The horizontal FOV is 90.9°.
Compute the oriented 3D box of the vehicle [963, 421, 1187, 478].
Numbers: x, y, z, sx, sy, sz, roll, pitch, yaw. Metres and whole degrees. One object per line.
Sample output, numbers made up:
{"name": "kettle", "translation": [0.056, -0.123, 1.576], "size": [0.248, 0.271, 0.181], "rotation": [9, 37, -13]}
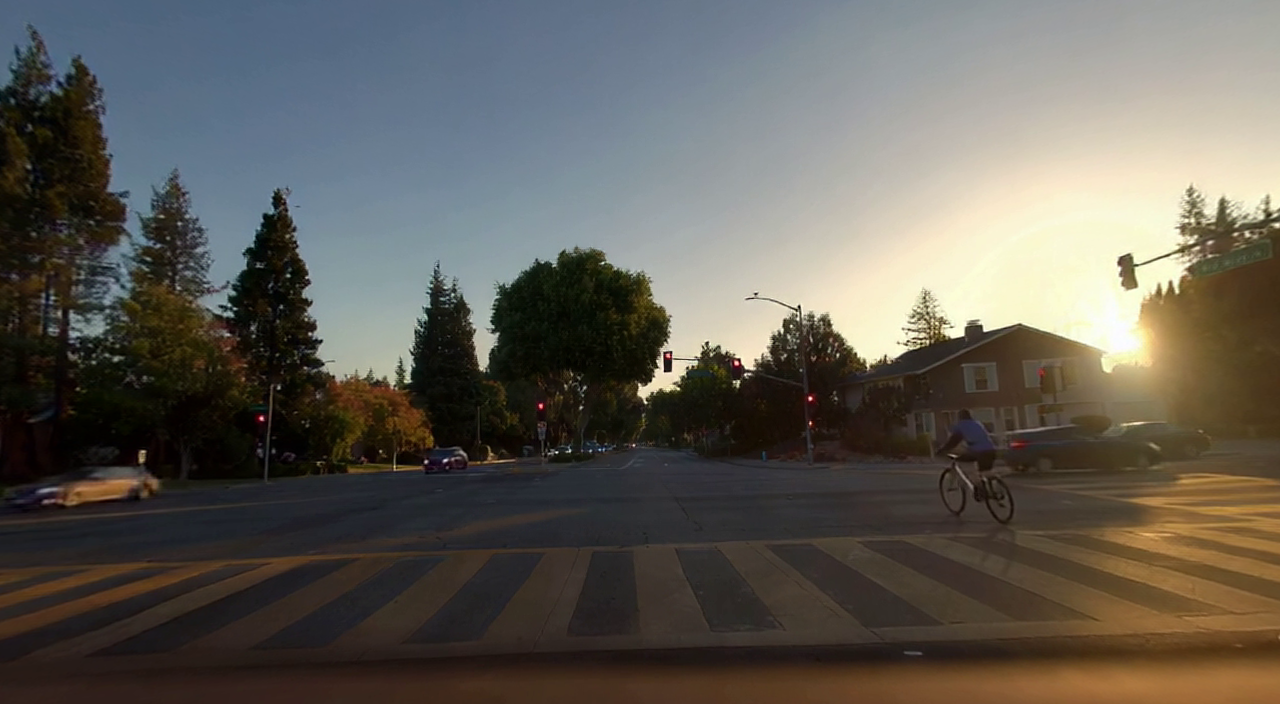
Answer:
{"name": "vehicle", "translation": [12.155, 2.787, 17.946], "size": [4.749, 1.496, 2.017], "rotation": [-1, -9, 6]}

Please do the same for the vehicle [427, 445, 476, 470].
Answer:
{"name": "vehicle", "translation": [-13.859, 7.749, 46.558], "size": [2.148, 1.753, 4.558], "rotation": [0, -9, 1]}

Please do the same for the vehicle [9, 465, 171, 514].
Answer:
{"name": "vehicle", "translation": [-19.119, 4.772, 22.246], "size": [1.810, 1.393, 4.423], "rotation": [0, -9, -2]}
